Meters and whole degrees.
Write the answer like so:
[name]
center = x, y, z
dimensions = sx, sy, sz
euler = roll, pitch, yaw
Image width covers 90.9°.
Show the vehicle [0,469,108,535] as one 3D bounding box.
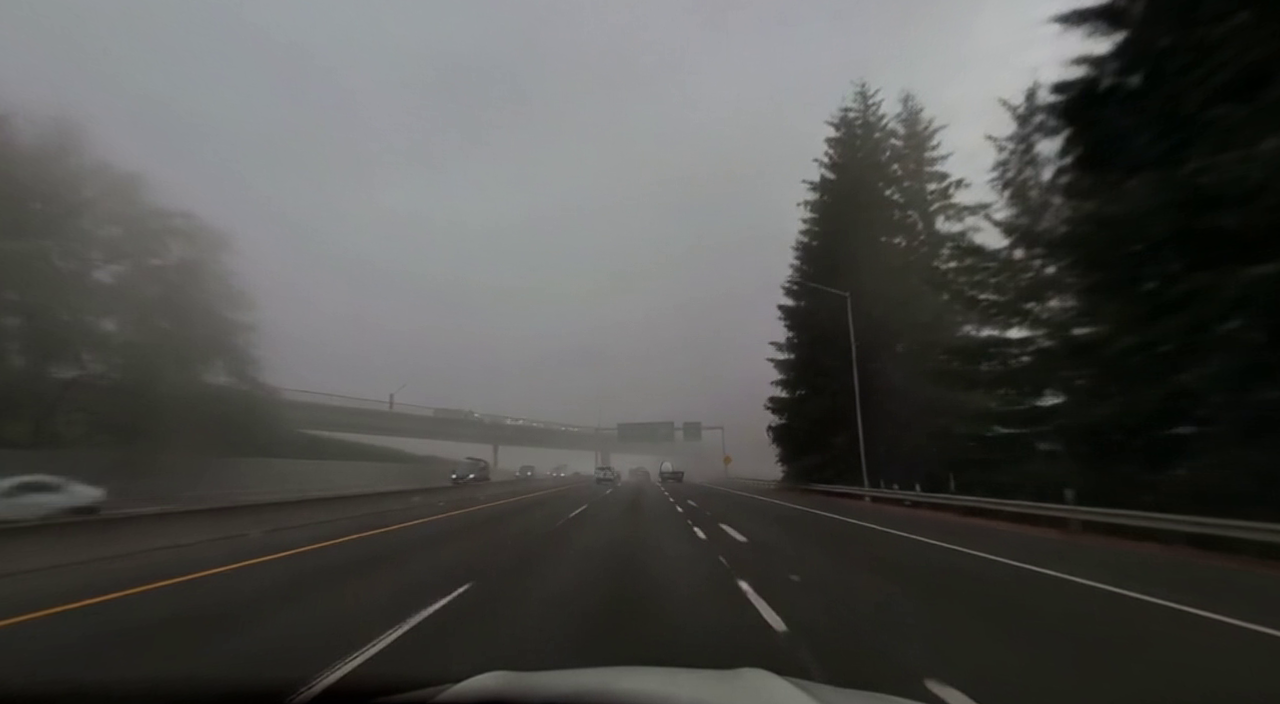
[vehicle]
center = -15.751, 3.594, 15.207
dimensions = 2.087, 1.459, 4.210
euler = 1, -10, 0
